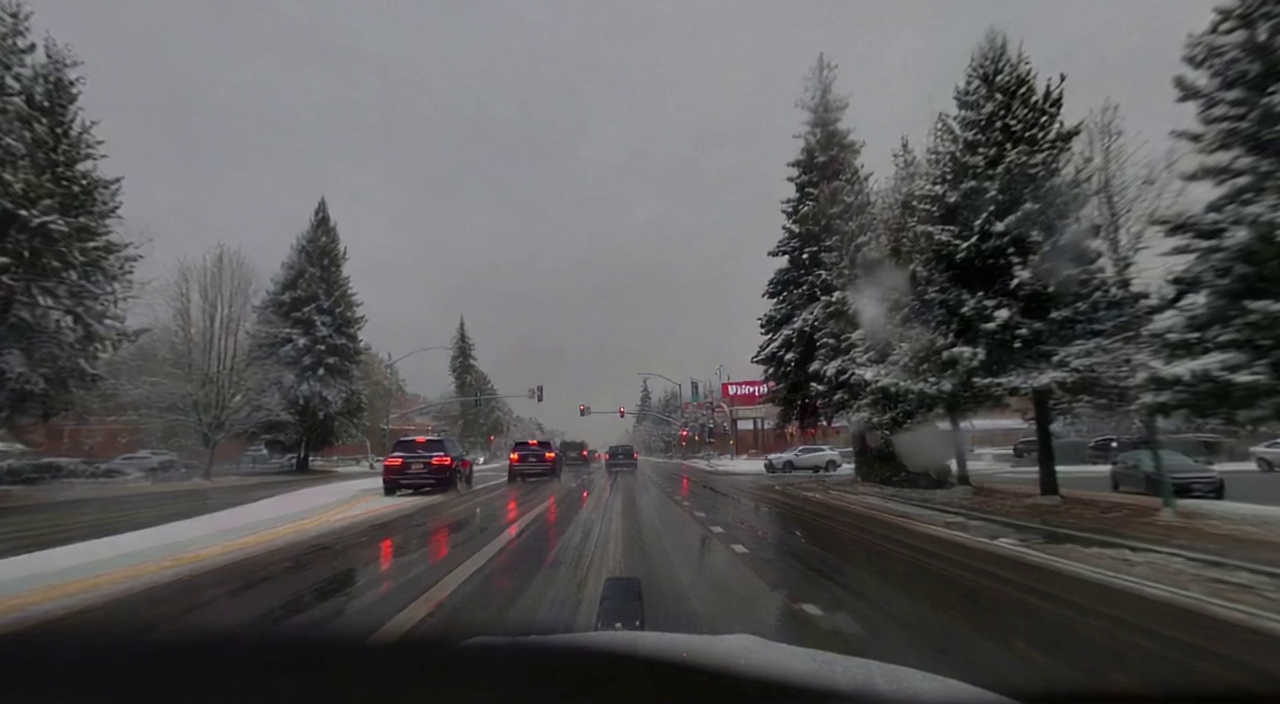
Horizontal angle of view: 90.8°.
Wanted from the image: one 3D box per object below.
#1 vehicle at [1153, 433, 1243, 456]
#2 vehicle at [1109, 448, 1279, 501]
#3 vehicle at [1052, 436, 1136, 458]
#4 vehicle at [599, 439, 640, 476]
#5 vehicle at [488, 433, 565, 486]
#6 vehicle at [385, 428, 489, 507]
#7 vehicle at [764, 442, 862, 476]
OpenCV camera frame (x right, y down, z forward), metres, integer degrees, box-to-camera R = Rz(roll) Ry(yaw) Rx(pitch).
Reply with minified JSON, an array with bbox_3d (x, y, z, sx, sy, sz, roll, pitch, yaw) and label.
[{"bbox_3d":[38.639,6.413,43.822,4.436,1.481,1.886,-1,-8,-2],"label":"vehicle"},{"bbox_3d":[17.439,3.706,19.380,4.683,1.457,1.906,0,-9,-5],"label":"vehicle"},{"bbox_3d":[31.355,6.580,43.684,4.352,1.482,1.954,0,-9,-4],"label":"vehicle"},{"bbox_3d":[-1.092,5.578,33.693,2.061,1.809,4.141,0,-8,-2],"label":"vehicle"},{"bbox_3d":[-4.326,4.211,25.037,2.159,1.877,4.925,0,-8,0],"label":"vehicle"},{"bbox_3d":[-5.295,3.032,17.127,2.093,1.803,4.668,1,-9,-11],"label":"vehicle"},{"bbox_3d":[9.424,5.809,34.559,4.734,1.726,2.039,2,-9,-12],"label":"vehicle"}]
